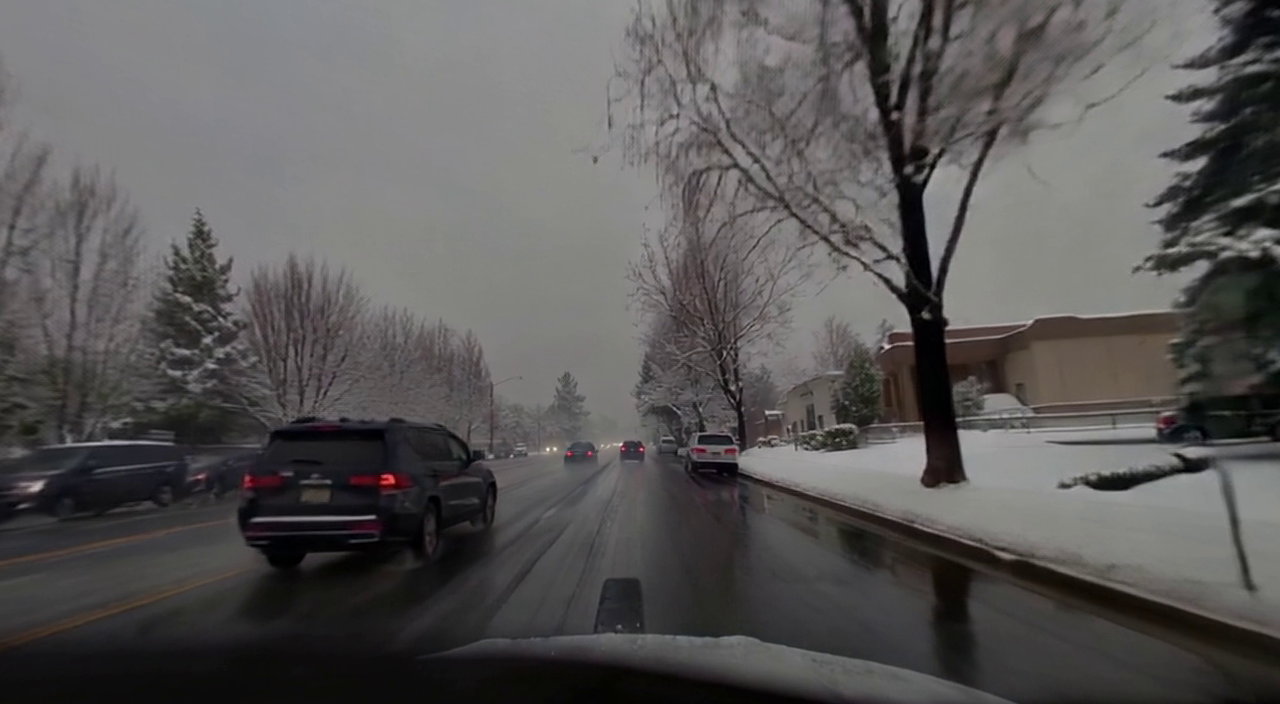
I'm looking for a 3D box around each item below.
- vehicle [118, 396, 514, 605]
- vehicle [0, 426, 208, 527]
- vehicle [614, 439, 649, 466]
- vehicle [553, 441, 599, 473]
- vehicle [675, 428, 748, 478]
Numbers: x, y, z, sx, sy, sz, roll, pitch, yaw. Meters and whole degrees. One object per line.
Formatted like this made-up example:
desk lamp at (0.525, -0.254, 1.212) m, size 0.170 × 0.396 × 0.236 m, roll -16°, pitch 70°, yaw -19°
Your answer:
vehicle at (-3.238, 1.631, 7.912) m, size 2.257 × 1.751 × 5.028 m, roll 0°, pitch -9°, yaw 0°
vehicle at (-16.336, 3.549, 18.917) m, size 2.474 × 2.431 × 6.256 m, roll -6°, pitch -7°, yaw 0°
vehicle at (-0.590, 7.162, 45.170) m, size 2.376 × 1.801 × 4.317 m, roll 0°, pitch -9°, yaw -1°
vehicle at (-3.439, 5.739, 34.705) m, size 2.167 × 1.634 × 4.220 m, roll 0°, pitch -9°, yaw -1°
vehicle at (3.110, 4.590, 28.858) m, size 2.653 × 2.058 × 5.096 m, roll 0°, pitch -9°, yaw -1°
